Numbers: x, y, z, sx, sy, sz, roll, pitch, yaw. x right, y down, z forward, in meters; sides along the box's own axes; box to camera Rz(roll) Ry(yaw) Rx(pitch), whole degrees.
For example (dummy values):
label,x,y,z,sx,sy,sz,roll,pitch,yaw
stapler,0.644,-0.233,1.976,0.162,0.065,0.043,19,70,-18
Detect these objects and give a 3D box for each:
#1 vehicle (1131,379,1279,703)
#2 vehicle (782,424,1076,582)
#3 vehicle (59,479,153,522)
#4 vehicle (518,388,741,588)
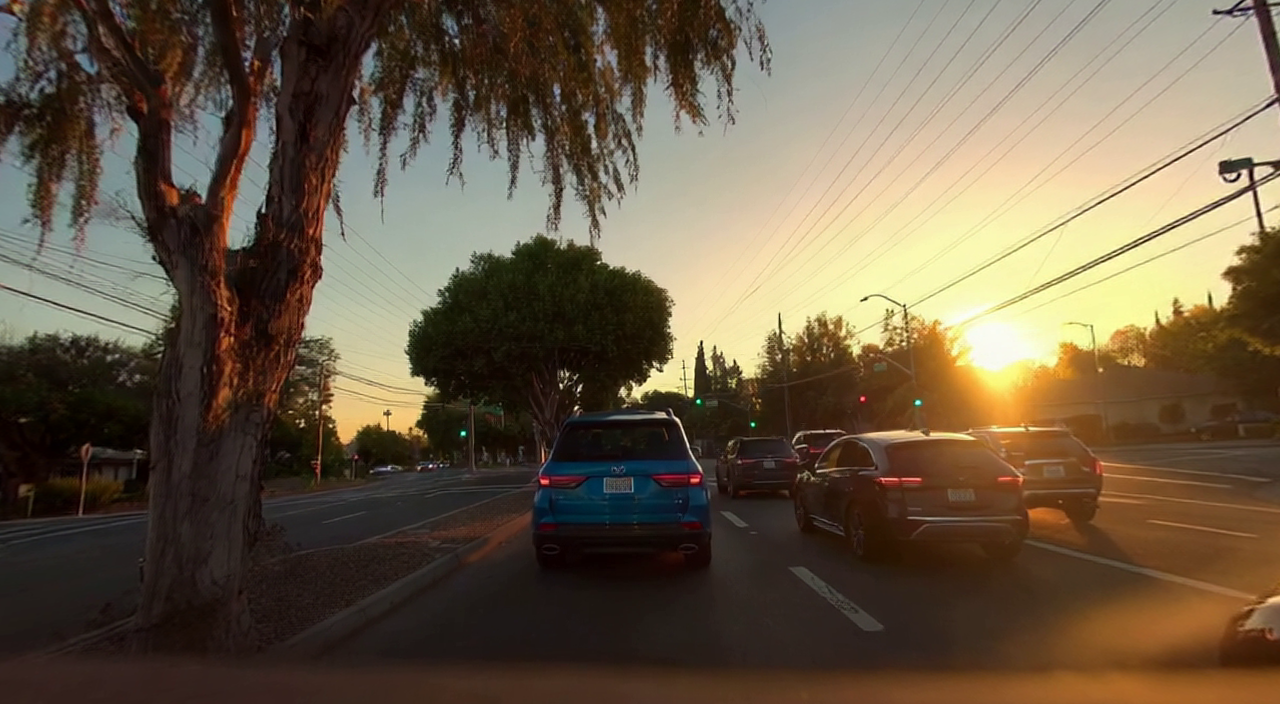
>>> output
label,x,y,z,sx,sy,sz,roll,pitch,yaw
vehicle,3.274,0.628,0.747,1.889,1.517,4.308,0,-9,0
vehicle,3.436,1.865,8.670,1.880,1.579,4.401,0,-9,-1
vehicle,-26.361,7.334,31.190,4.526,1.715,1.989,-11,-13,29
vehicle,-0.135,1.689,8.582,2.231,1.998,4.254,0,-9,-1
